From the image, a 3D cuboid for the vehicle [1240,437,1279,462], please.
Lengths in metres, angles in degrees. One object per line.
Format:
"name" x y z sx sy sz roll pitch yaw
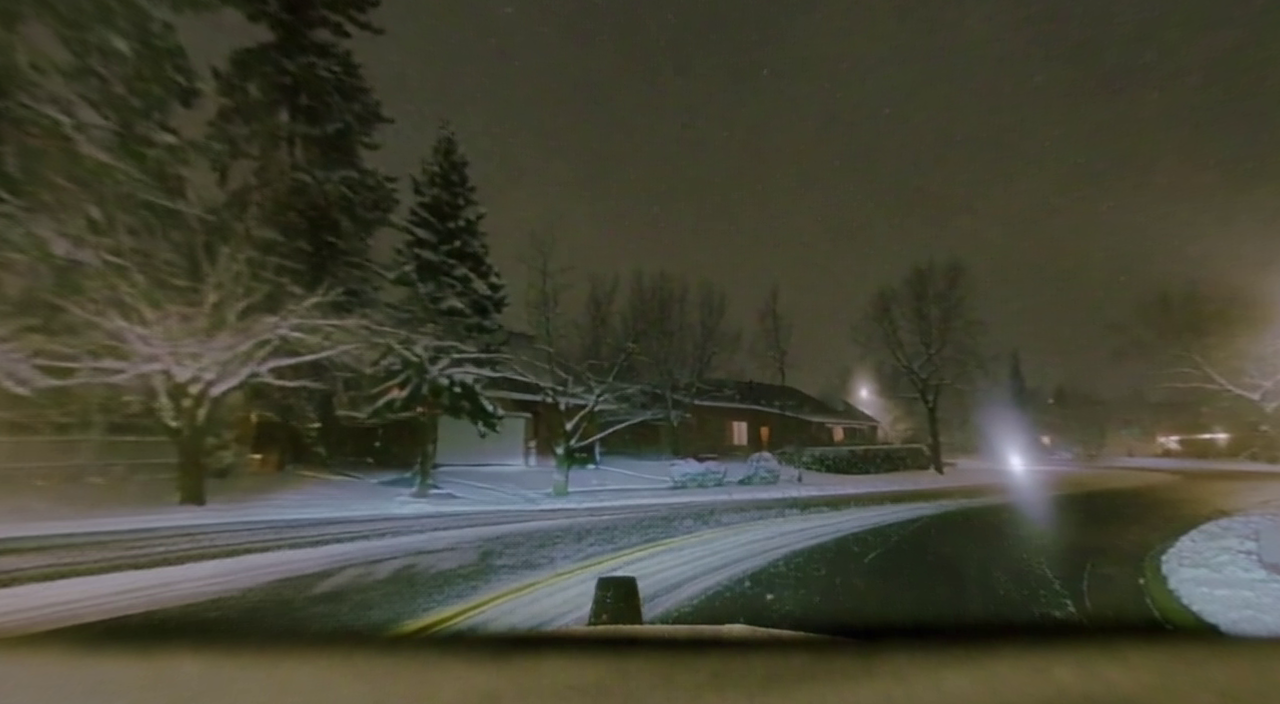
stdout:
"vehicle" 47.196 7.295 47.502 4.329 1.442 1.819 -1 -7 -33
